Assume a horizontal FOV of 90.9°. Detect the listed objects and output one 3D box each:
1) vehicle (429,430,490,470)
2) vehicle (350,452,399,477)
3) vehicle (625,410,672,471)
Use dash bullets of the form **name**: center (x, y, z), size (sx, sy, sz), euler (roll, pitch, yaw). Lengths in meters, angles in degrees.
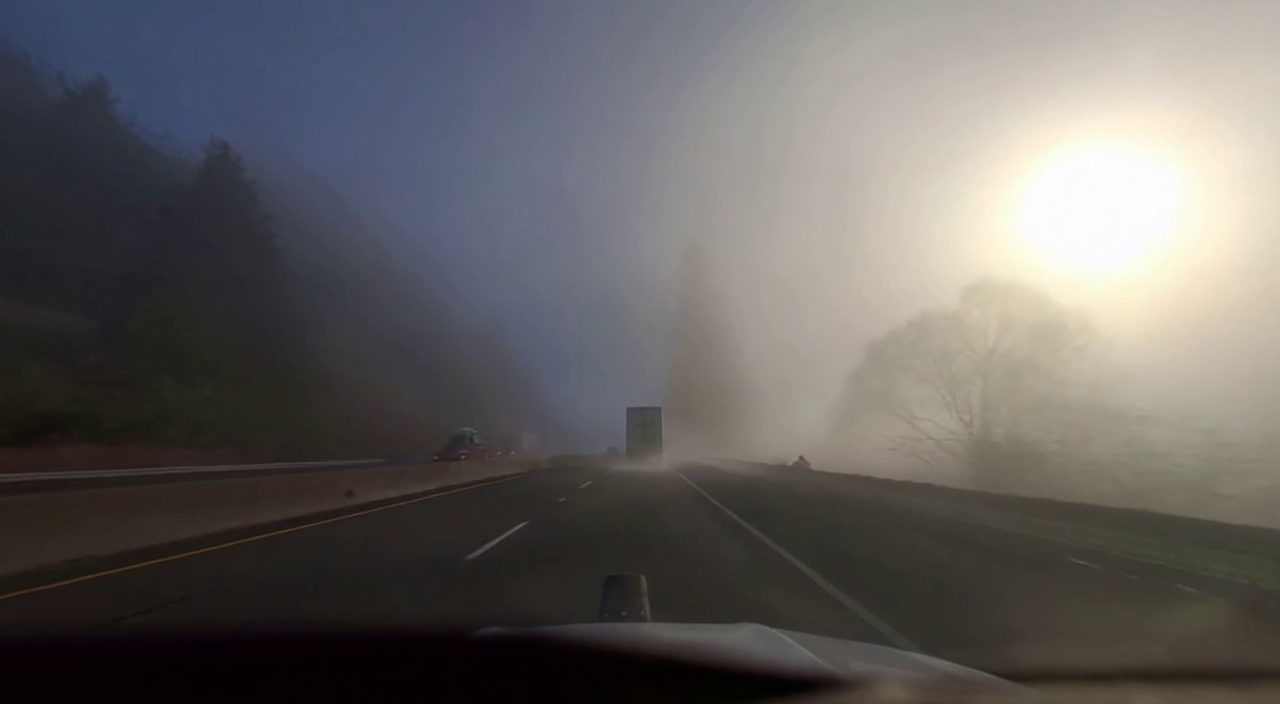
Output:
- **vehicle**: center (-12.447, 6.864, 44.025), size (2.282, 2.547, 5.989), euler (0, -9, 2)
- **vehicle**: center (-16.444, 6.949, 39.138), size (1.595, 1.483, 3.151), euler (0, -9, 1)
- **vehicle**: center (0.474, 6.604, 46.509), size (3.024, 3.965, 10.399), euler (0, -9, -1)
